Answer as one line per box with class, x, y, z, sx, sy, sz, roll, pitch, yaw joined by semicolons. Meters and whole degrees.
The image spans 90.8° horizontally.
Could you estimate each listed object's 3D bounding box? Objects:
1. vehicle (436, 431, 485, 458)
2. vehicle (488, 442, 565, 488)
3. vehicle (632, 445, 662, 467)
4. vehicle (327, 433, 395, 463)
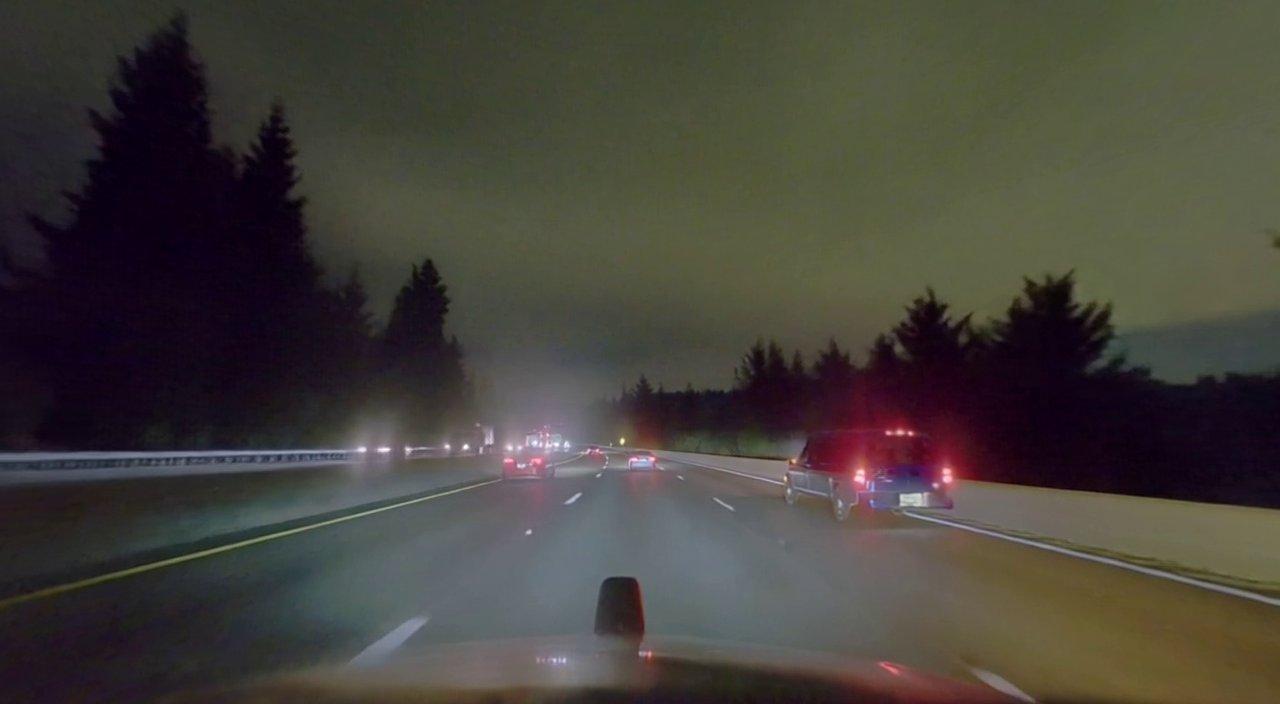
vehicle;-13.377;6.944;47.265;2.240;1.873;4.906;0;-9;-1
vehicle;-4.058;4.113;23.347;2.054;1.500;4.469;0;-9;0
vehicle;0.449;7.421;45.204;2.008;1.499;3.192;0;-9;-2
vehicle;-14.379;4.991;32.767;1.874;1.451;3.737;0;-9;-1
